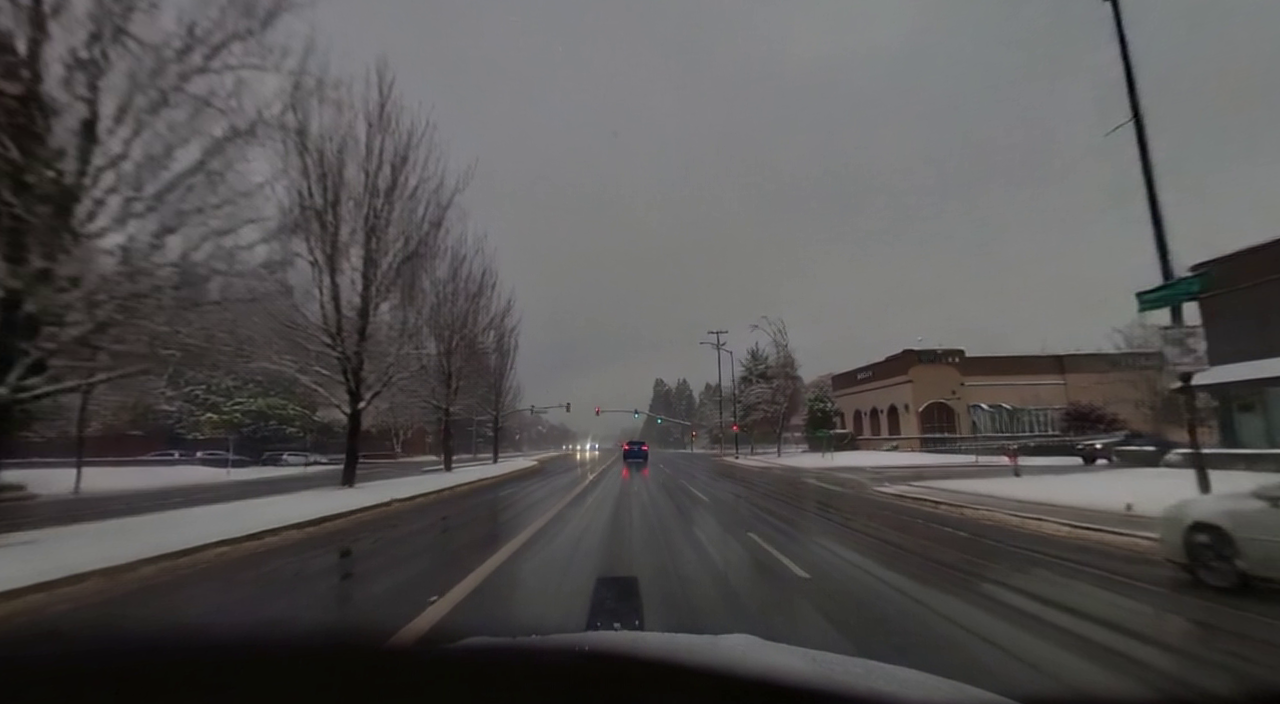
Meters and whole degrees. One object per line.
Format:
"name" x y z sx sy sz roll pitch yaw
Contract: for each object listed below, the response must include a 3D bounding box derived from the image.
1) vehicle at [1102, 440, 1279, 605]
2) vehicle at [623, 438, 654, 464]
"vehicle" 6.725 1.501 5.483 1.959 1.466 4.528 0 -9 -1
"vehicle" -0.157 7.260 46.218 2.188 1.782 3.982 0 -9 -1
